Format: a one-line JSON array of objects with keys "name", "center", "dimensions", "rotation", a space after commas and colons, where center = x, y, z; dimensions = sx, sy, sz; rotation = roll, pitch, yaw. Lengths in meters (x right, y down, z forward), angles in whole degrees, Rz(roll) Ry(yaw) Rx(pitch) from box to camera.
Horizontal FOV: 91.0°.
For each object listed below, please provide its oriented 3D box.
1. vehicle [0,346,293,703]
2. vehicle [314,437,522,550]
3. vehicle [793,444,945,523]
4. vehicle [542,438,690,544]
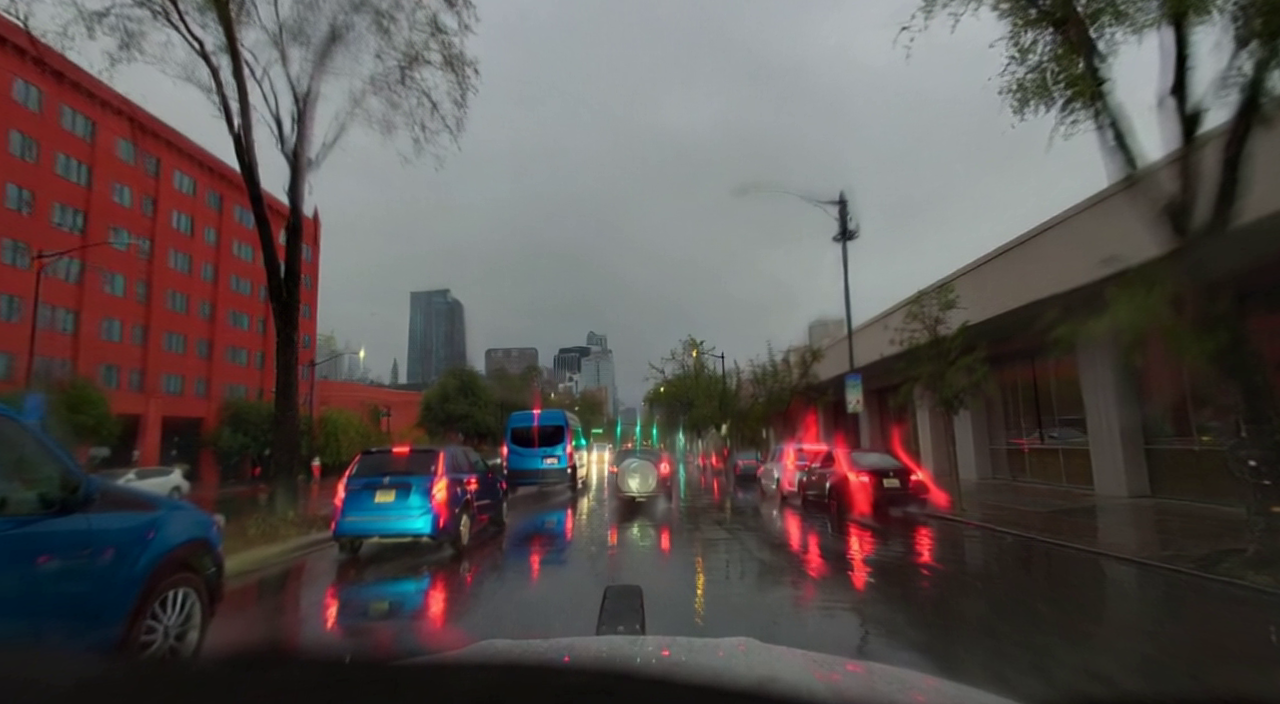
[{"name": "vehicle", "center": [-3.714, 0.820, 2.316], "dimensions": [2.140, 1.768, 4.685], "rotation": [0, -9, 0]}, {"name": "vehicle", "center": [-3.537, 2.323, 11.089], "dimensions": [1.995, 1.554, 4.426], "rotation": [0, -9, 1]}, {"name": "vehicle", "center": [4.908, 2.853, 14.195], "dimensions": [1.832, 1.491, 4.054], "rotation": [1, -9, -1]}, {"name": "vehicle", "center": [-0.373, 2.352, 11.300], "dimensions": [2.152, 1.518, 4.113], "rotation": [0, -9, -1]}]
